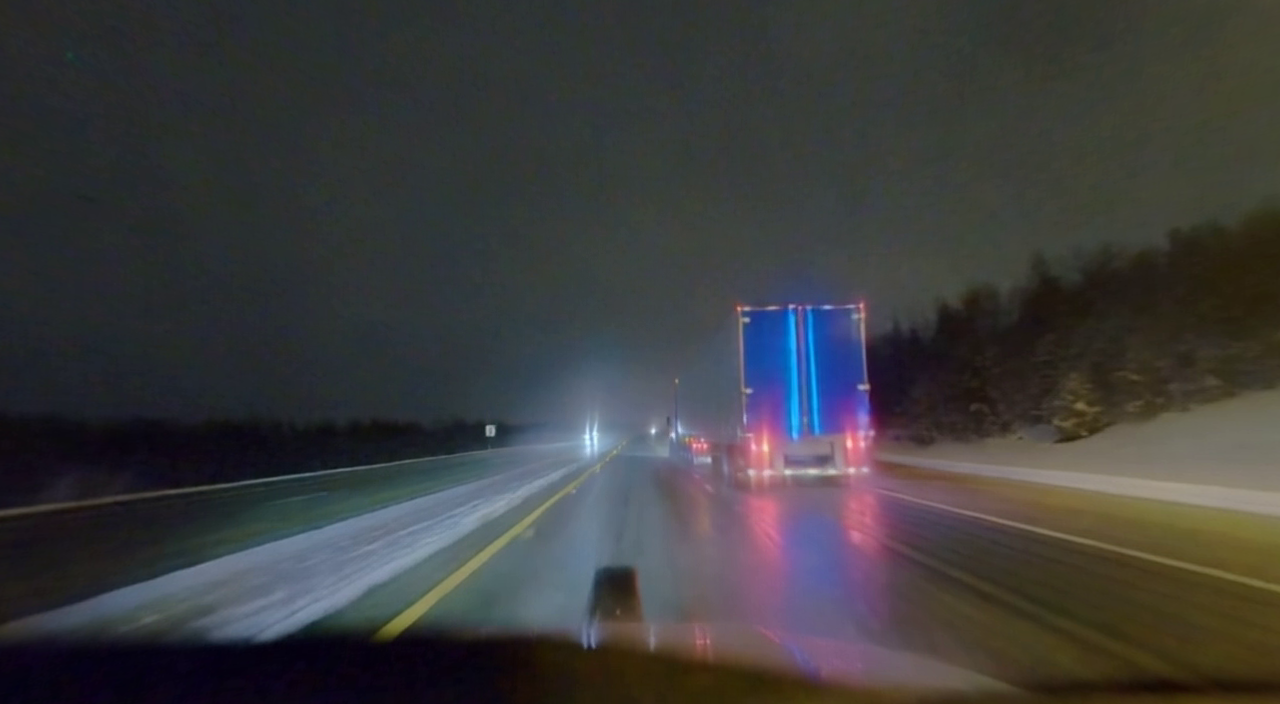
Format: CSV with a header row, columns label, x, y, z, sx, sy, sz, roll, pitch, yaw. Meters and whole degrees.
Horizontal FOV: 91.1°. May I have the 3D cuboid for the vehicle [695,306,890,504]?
label,x,y,z,sx,sy,sz,roll,pitch,yaw
vehicle,3.333,1.560,16.570,2.949,3.877,8.528,0,-8,0
